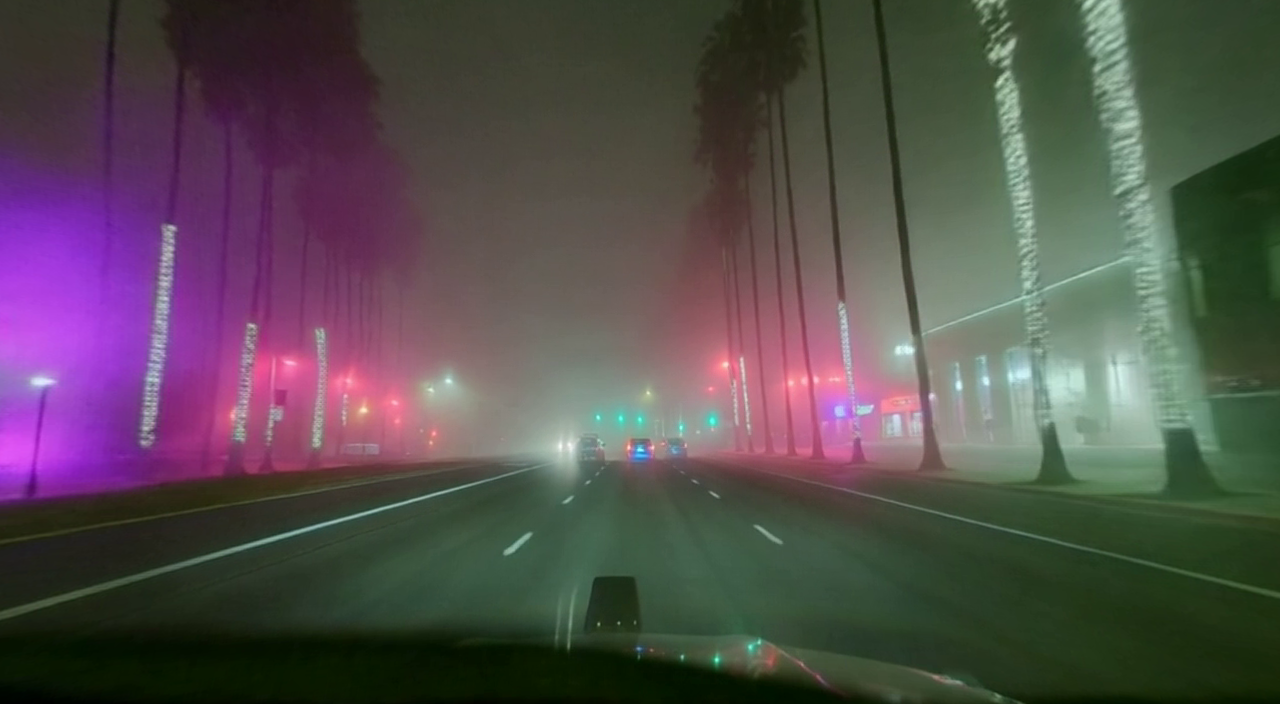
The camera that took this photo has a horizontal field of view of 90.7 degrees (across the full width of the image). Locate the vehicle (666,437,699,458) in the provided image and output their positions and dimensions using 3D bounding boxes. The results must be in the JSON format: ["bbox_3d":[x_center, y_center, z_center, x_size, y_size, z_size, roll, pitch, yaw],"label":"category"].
[{"bbox_3d":[3.234,7.443,49.347,2.085,1.482,4.491,0,-8,-2],"label":"vehicle"}]

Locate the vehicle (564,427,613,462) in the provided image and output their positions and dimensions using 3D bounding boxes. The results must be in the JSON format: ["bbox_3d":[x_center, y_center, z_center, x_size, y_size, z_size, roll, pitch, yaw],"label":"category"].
[{"bbox_3d":[-3.201,5.914,40.626,2.672,2.064,5.681,0,-8,0],"label":"vehicle"}]

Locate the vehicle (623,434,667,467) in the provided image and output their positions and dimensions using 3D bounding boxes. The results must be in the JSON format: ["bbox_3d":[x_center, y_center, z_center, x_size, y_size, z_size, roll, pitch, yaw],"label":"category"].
[{"bbox_3d":[0.233,5.199,33.647,2.160,1.615,4.117,0,-8,-1],"label":"vehicle"}]
